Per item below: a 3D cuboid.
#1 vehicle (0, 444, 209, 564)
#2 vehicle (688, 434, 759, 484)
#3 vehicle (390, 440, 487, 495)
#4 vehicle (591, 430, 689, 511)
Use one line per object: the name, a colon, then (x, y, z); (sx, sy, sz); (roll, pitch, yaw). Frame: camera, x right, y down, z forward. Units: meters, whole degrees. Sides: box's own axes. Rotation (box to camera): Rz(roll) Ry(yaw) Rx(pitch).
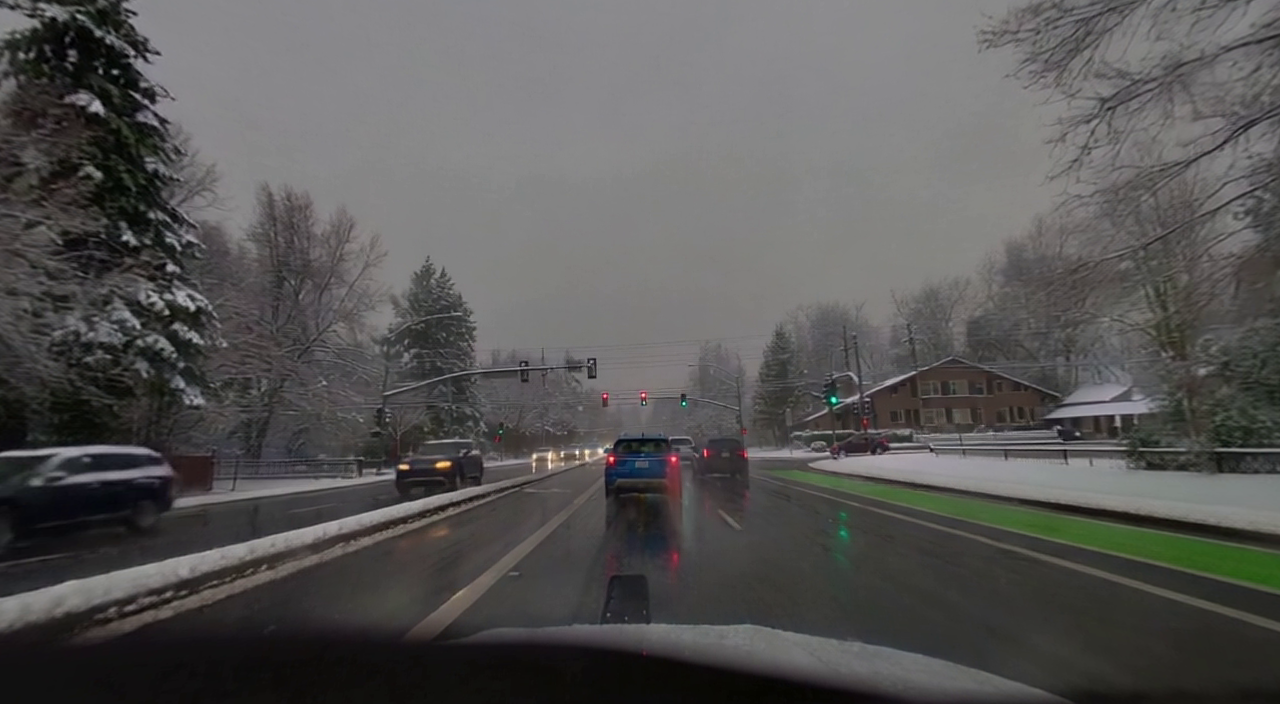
vehicle: (-9.929, 2.424, 10.763); (1.886, 1.666, 4.575); (0, -8, -1)
vehicle: (3.239, 4.285, 25.452); (2.189, 1.815, 4.495); (0, -8, 0)
vehicle: (-6.979, 4.030, 22.330); (2.005, 1.729, 4.293); (0, -8, 0)
vehicle: (-0.003, 2.851, 15.626); (2.109, 1.730, 3.963); (0, -8, 0)
